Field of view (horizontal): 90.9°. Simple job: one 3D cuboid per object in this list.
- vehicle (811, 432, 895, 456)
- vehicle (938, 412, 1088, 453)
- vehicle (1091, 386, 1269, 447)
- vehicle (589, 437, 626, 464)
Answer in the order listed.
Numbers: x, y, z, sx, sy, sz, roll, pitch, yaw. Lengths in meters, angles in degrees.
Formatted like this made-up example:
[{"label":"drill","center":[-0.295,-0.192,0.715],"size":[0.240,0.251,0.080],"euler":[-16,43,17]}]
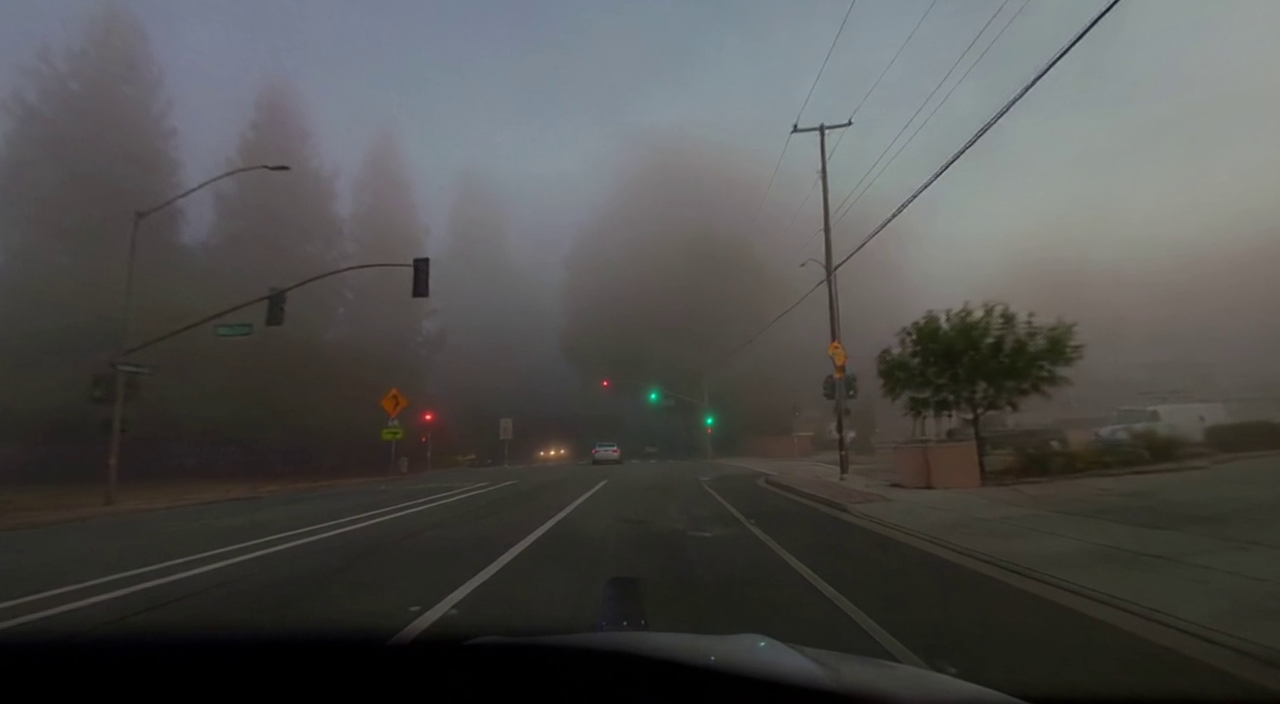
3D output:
[{"label":"vehicle","center":[13.639,5.921,40.535],"size":[4.665,1.498,1.866],"euler":[0,-8,-3]},{"label":"vehicle","center":[19.102,4.169,32.455],"size":[6.313,2.043,2.272],"euler":[0,-8,-3]},{"label":"vehicle","center":[28.528,3.463,33.505],"size":[7.116,3.077,2.655],"euler":[0,-8,-4]},{"label":"vehicle","center":[-2.100,6.518,41.773],"size":[2.084,1.701,4.734],"euler":[0,-8,1]}]
